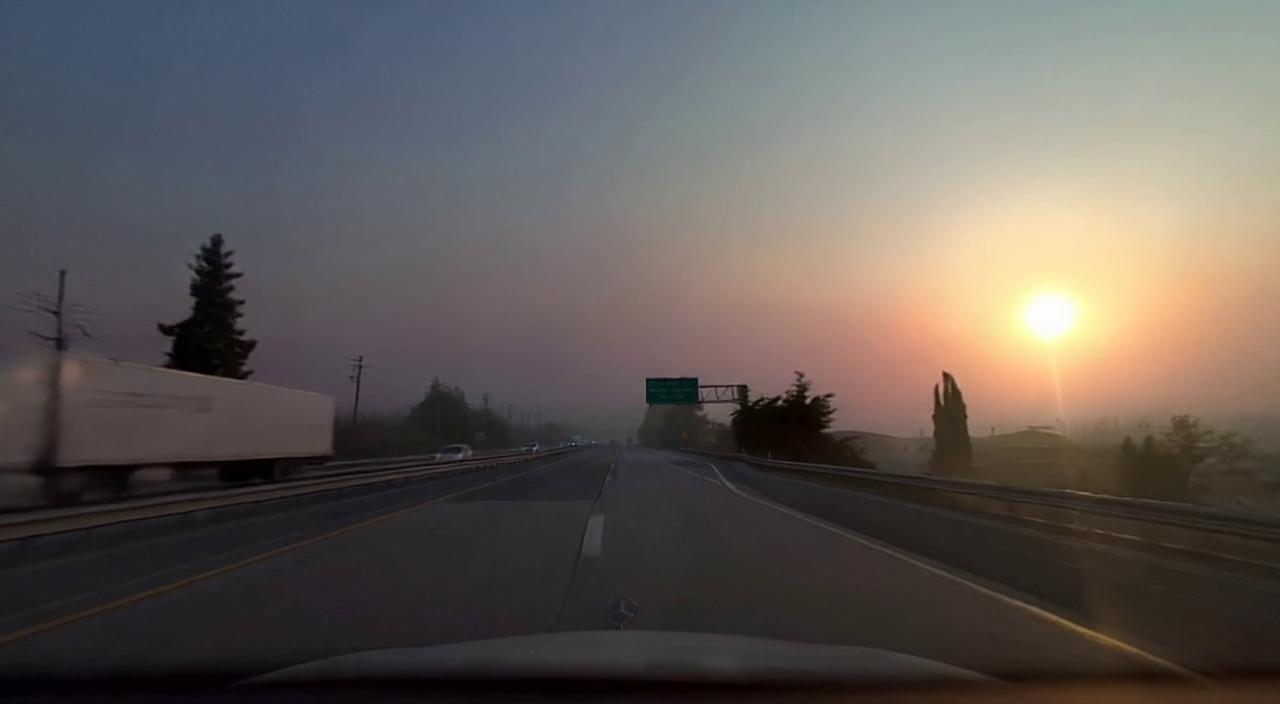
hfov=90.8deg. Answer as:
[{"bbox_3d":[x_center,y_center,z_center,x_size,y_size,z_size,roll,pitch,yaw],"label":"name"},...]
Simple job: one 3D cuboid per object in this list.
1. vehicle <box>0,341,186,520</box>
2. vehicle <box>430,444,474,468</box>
[{"bbox_3d":[-15.725,2.151,16.641,2.968,3.954,5.903,0,-9,-2],"label":"vehicle"},{"bbox_3d":[-12.634,7.029,42.697,1.847,1.481,4.216,0,-9,-3],"label":"vehicle"}]
